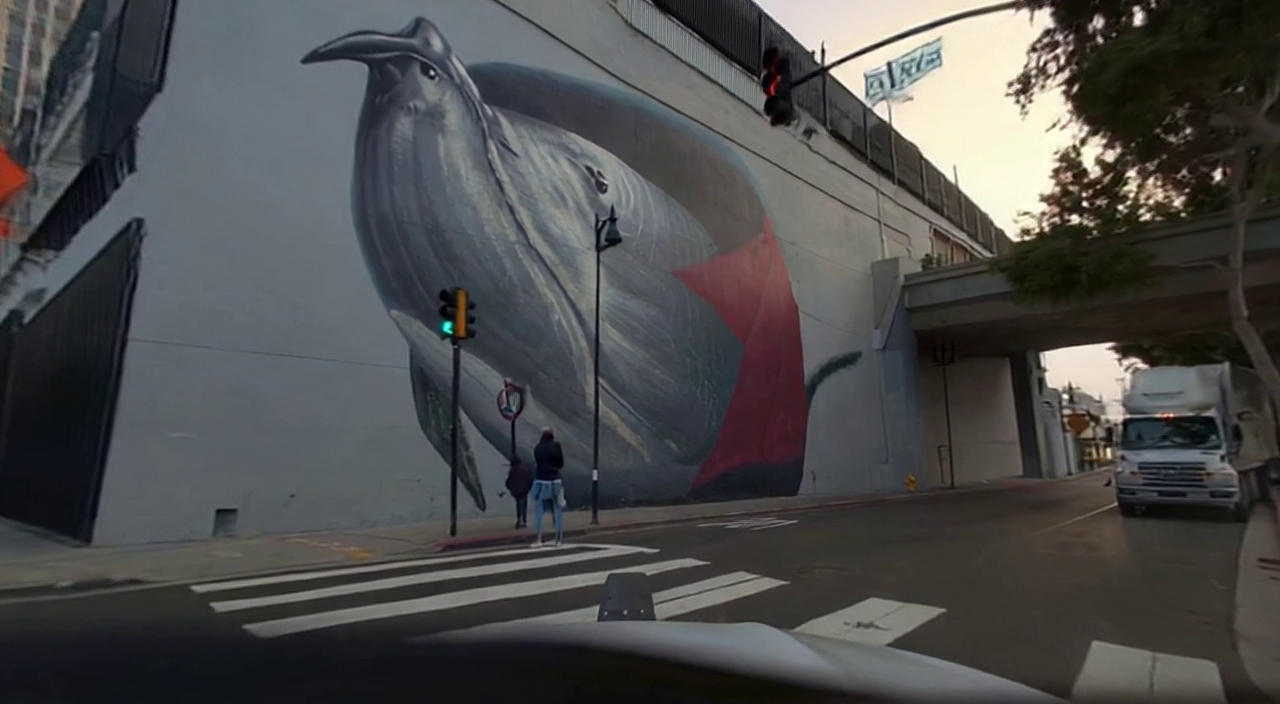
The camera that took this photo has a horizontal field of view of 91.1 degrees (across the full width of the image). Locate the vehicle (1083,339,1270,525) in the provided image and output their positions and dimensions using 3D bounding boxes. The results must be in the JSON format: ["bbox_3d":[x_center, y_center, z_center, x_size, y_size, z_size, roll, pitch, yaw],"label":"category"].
[{"bbox_3d":[15.212,2.276,17.543,2.849,3.893,9.347,-8,-12,43],"label":"vehicle"}]
